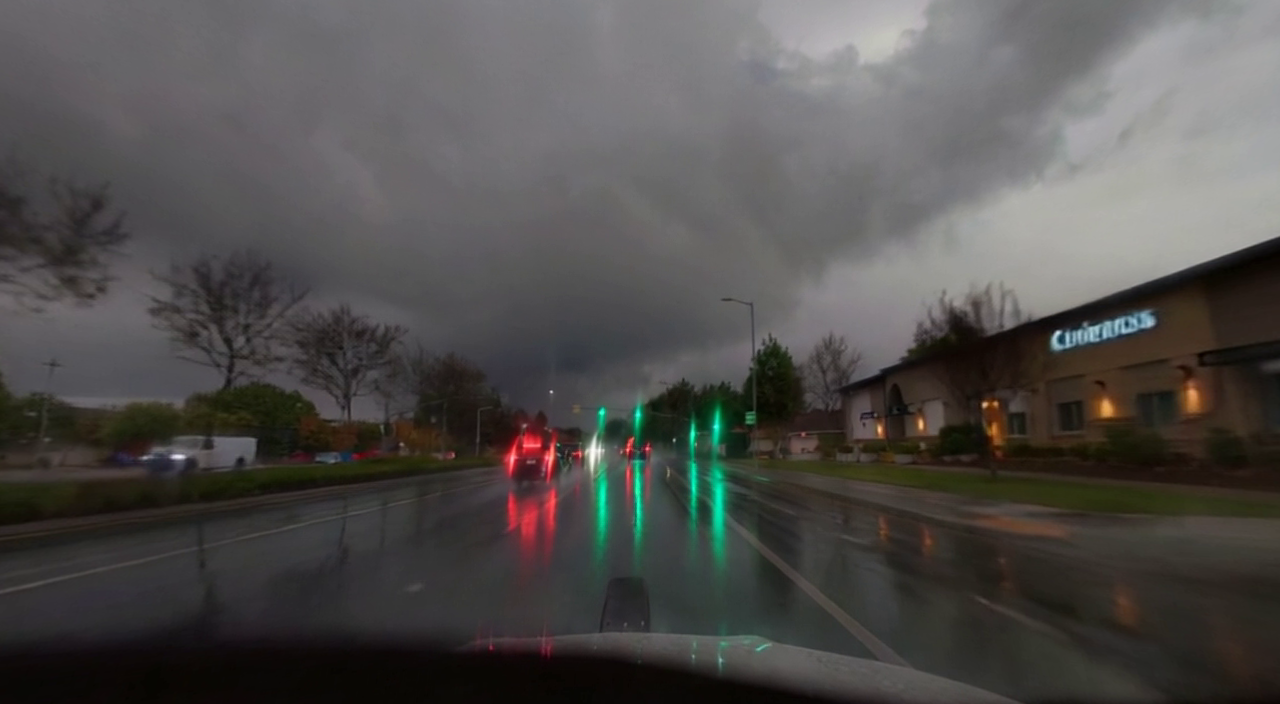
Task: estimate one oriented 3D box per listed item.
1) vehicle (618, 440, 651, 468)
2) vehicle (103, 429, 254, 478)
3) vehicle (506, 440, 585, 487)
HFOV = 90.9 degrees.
[{"bbox_3d":[-0.360,6.987,43.368,2.153,1.764,4.047,0,-8,0],"label":"vehicle"},{"bbox_3d":[-20.523,4.540,28.476,2.226,1.987,5.777,0,-8,3],"label":"vehicle"},{"bbox_3d":[-3.223,3.894,22.395,2.015,1.470,4.458,0,-8,1],"label":"vehicle"}]
